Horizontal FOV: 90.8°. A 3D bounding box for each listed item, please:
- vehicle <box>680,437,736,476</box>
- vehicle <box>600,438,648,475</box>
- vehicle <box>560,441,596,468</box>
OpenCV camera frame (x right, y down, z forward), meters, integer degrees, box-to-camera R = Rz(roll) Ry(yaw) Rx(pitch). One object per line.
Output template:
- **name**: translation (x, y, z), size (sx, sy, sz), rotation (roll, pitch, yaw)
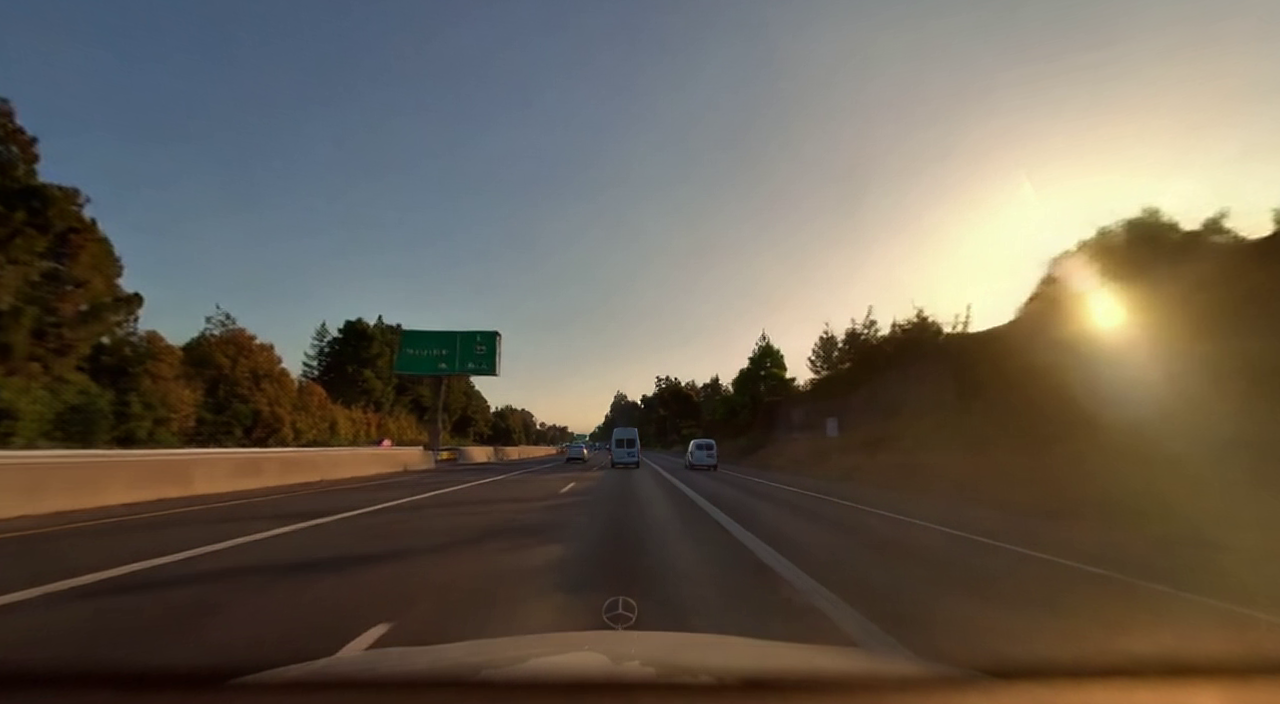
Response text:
- **vehicle**: translation (3.230, 5.113, 31.073), size (2.160, 1.759, 4.214), rotation (0, -8, -2)
- **vehicle**: translation (-0.798, 5.377, 32.759), size (2.297, 1.783, 4.355), rotation (0, -8, -1)
- **vehicle**: translation (-4.163, 6.957, 43.164), size (2.023, 1.709, 4.263), rotation (0, -8, 0)
